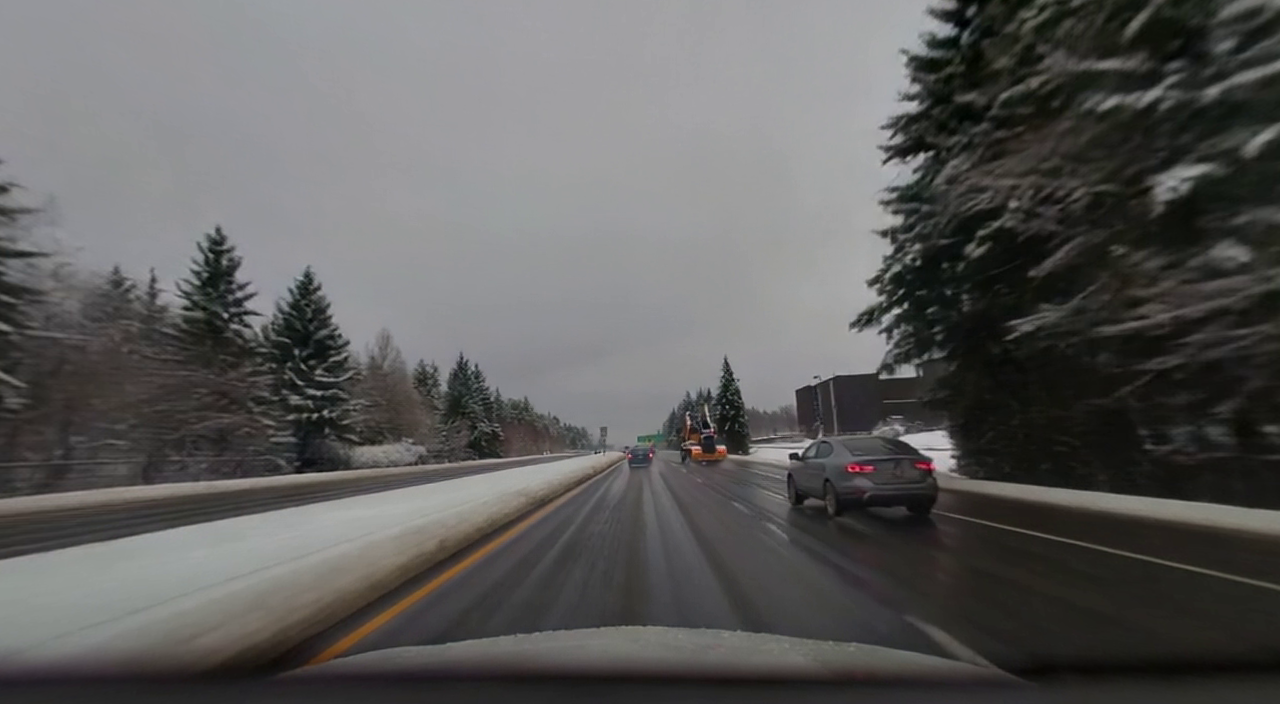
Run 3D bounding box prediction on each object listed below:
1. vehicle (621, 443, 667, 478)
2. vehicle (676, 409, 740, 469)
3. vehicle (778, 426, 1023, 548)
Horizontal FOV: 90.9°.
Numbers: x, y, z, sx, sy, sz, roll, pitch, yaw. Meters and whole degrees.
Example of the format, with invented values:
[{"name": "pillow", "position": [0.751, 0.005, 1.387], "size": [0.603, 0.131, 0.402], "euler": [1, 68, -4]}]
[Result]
[{"name": "vehicle", "position": [0.152, 5.165, 30.282], "size": [2.045, 1.527, 4.023], "euler": [0, -9, -1]}, {"name": "vehicle", "position": [4.247, 5.783, 41.483], "size": [3.089, 3.568, 8.101], "euler": [0, -9, -1]}, {"name": "vehicle", "position": [3.748, 2.024, 10.022], "size": [2.168, 1.529, 3.883], "euler": [0, -9, -1]}]
